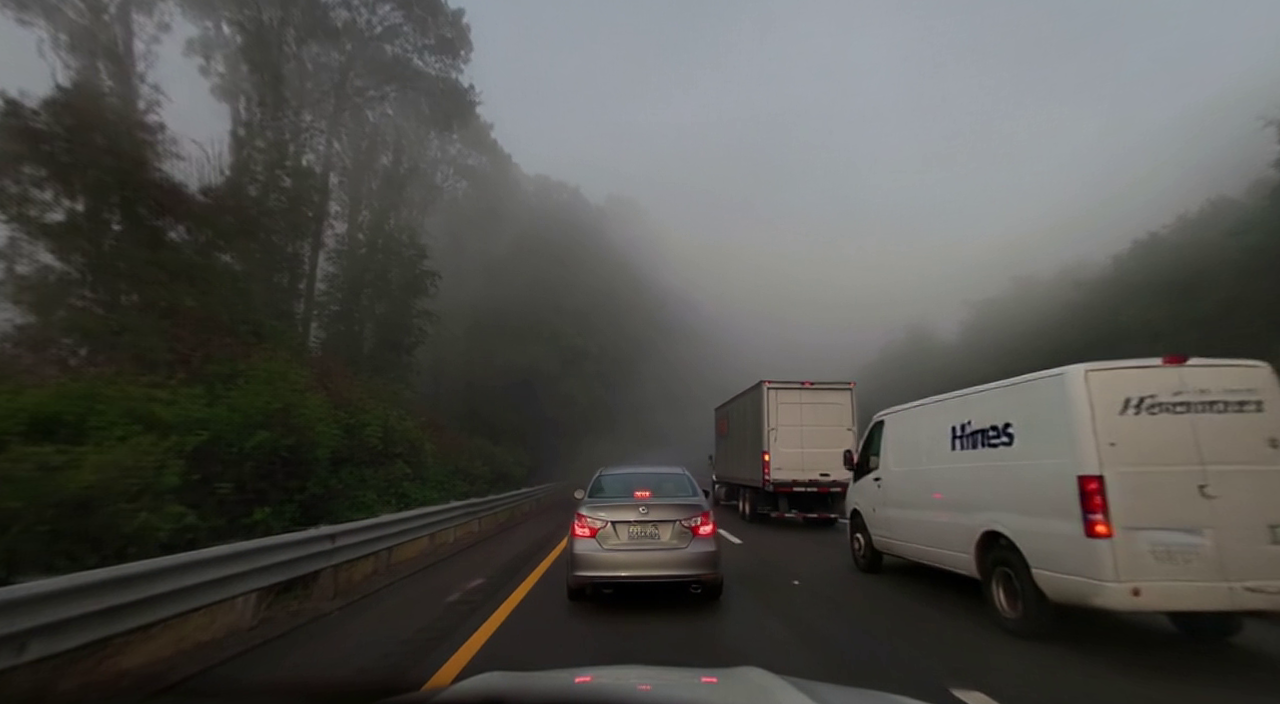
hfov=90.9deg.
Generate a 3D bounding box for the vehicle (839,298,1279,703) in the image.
[{"bbox_3d":[4.163,1.383,6.643,2.328,2.537,5.290,1,-11,0],"label":"vehicle"}]

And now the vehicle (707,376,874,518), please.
[{"bbox_3d":[4.823,3.688,23.373,2.936,3.972,11.144,1,-11,-3],"label":"vehicle"}]

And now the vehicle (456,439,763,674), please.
[{"bbox_3d":[-0.245,1.656,5.874,1.980,1.493,3.410,1,-11,-2],"label":"vehicle"}]
